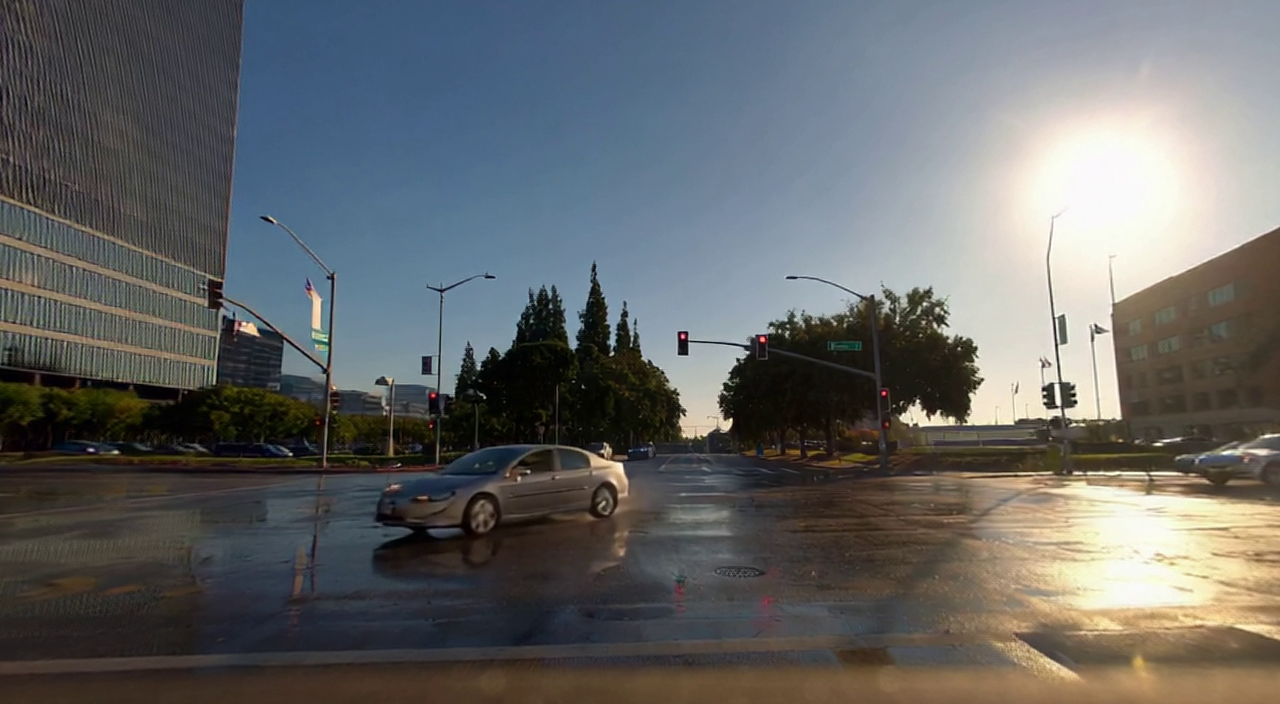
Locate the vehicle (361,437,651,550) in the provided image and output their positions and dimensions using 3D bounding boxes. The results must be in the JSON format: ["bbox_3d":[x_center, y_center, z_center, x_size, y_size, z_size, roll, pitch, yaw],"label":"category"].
[{"bbox_3d":[-2.014,2.273,10.931,1.924,1.491,4.802,-7,-11,37],"label":"vehicle"}]
